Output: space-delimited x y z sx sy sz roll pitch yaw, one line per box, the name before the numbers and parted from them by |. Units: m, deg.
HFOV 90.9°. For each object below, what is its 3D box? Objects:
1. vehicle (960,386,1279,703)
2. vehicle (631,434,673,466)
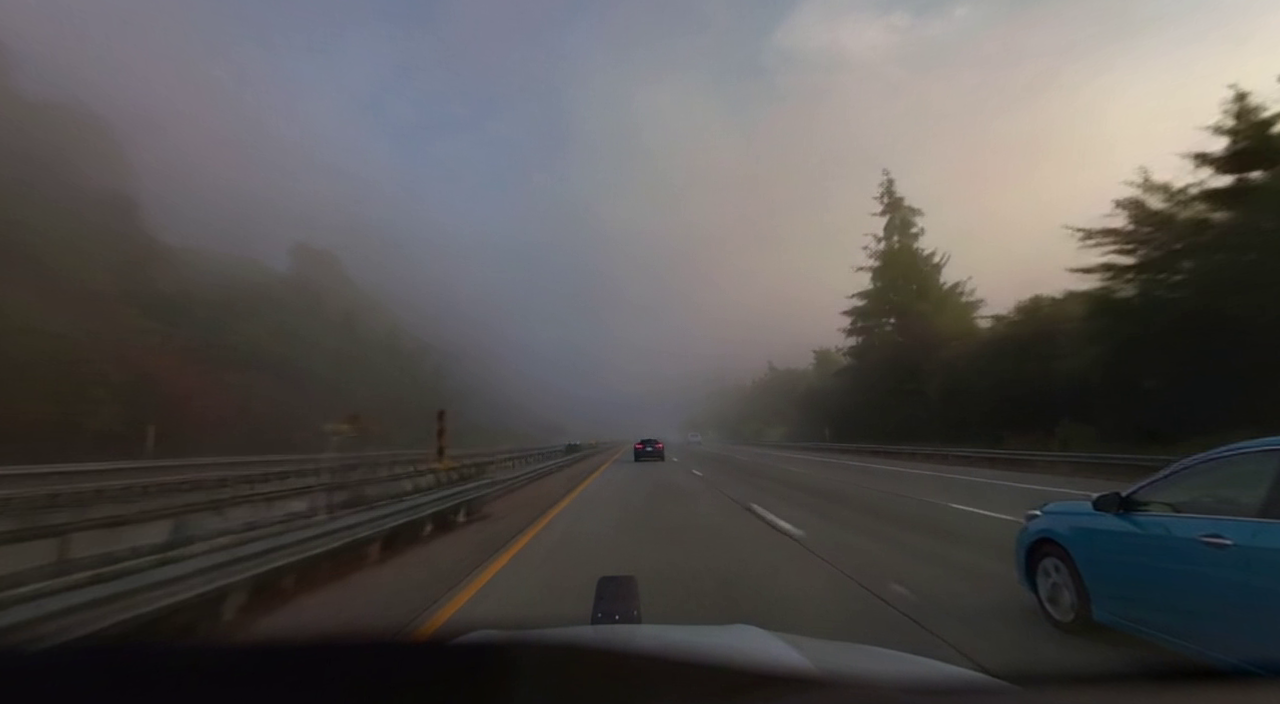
vehicle | 3.474 0.888 2.555 1.981 1.467 4.459 0 -8 0
vehicle | 0.578 5.053 32.723 2.046 1.526 3.903 0 -8 0
